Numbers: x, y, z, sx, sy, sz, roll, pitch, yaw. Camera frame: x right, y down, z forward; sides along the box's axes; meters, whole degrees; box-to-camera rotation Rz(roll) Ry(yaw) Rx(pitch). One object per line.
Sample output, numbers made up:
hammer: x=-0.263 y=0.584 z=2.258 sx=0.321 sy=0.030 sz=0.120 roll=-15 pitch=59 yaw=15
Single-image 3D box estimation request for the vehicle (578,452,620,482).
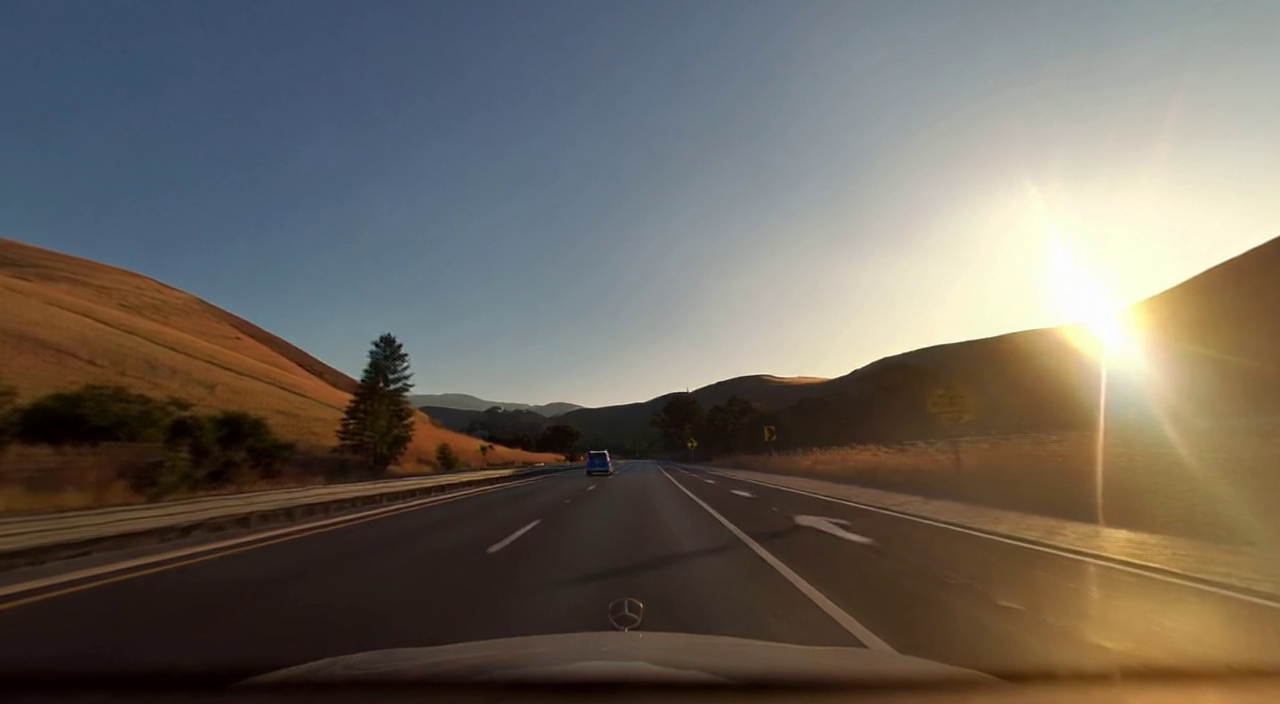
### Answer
vehicle: x=-2.363 y=6.811 z=37.562 sx=2.053 sy=1.647 sz=4.252 roll=-1 pitch=-9 yaw=2
